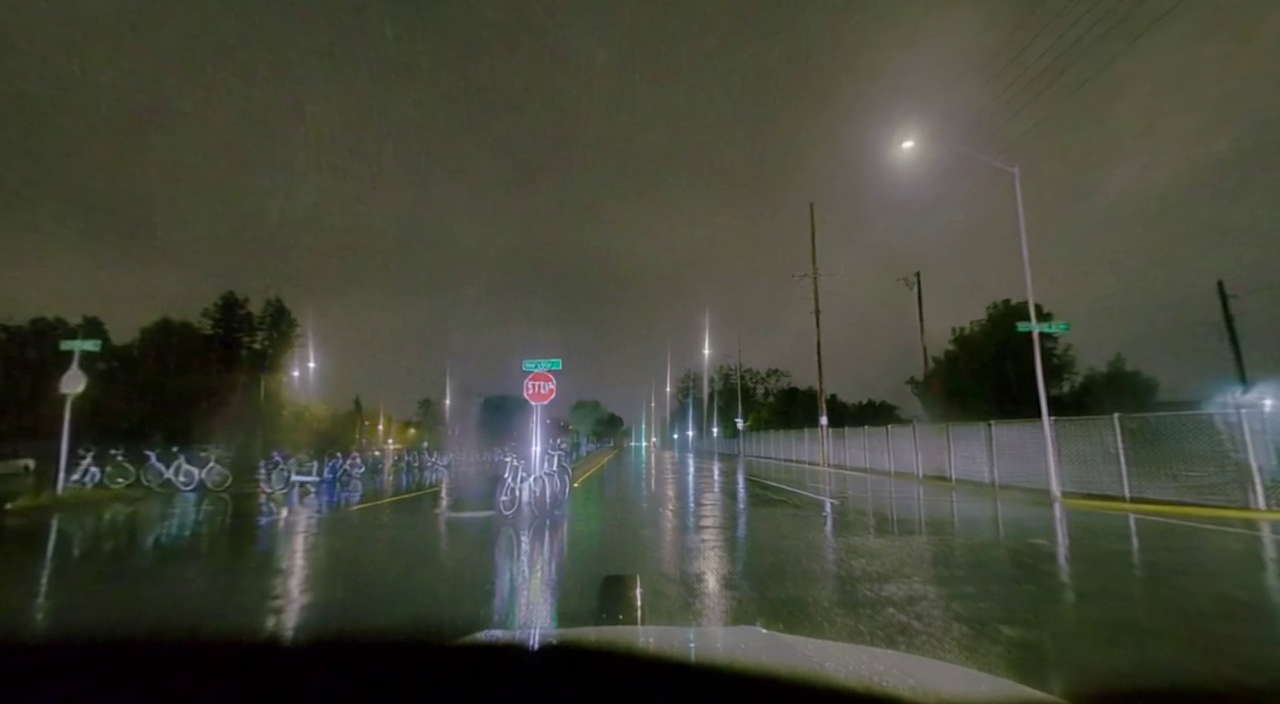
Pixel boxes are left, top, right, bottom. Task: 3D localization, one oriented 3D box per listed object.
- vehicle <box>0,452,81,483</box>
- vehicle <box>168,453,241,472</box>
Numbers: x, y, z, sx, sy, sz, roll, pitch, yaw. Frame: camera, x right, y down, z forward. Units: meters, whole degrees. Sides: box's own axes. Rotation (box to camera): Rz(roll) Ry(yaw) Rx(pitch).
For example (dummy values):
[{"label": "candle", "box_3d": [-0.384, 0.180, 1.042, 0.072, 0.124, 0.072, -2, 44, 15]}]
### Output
[{"label": "vehicle", "box_3d": [-33.493, 6.226, 34.134, 4.569, 1.558, 1.903, 1, -9, -5]}, {"label": "vehicle", "box_3d": [-34.104, 8.690, 49.571, 4.327, 1.402, 1.757, 0, -9, -3]}]
